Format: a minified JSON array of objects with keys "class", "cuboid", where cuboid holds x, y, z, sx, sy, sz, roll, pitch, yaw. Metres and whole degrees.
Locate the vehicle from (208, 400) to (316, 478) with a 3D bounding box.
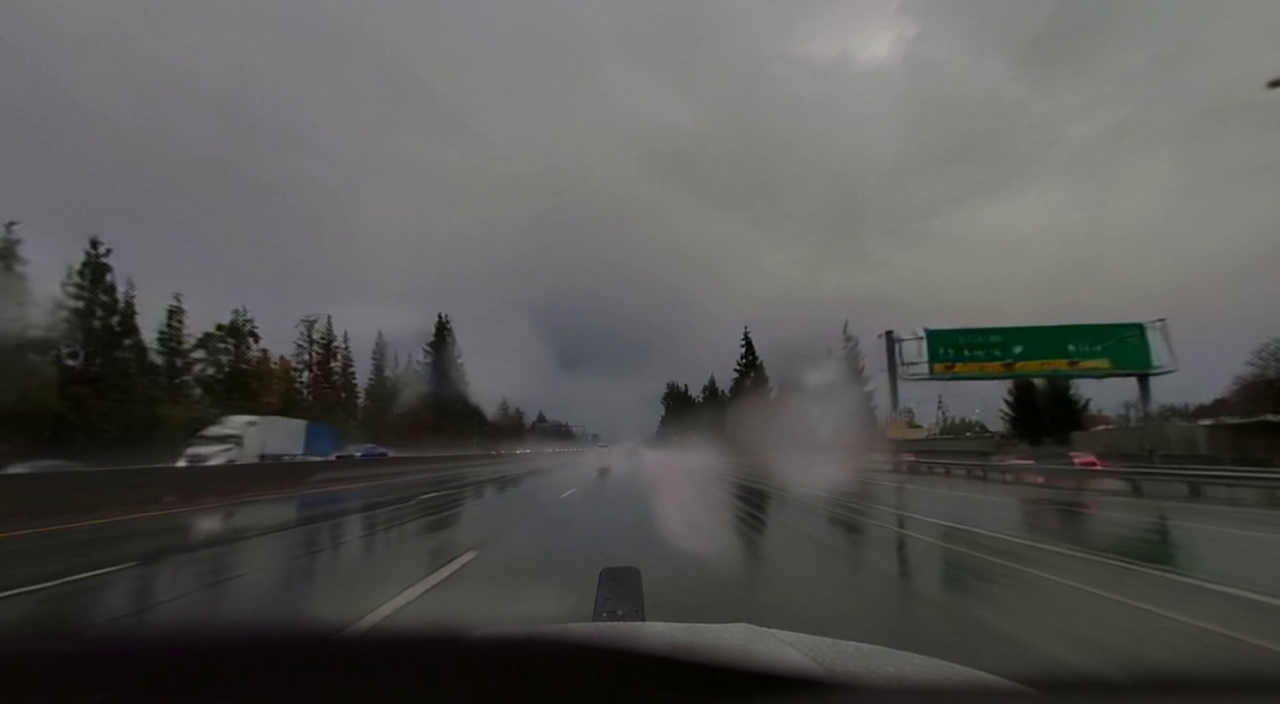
[{"class":"vehicle","cuboid":[-19.769,4.628,33.331,2.832,3.799,4.192,0,-9,1]}]
